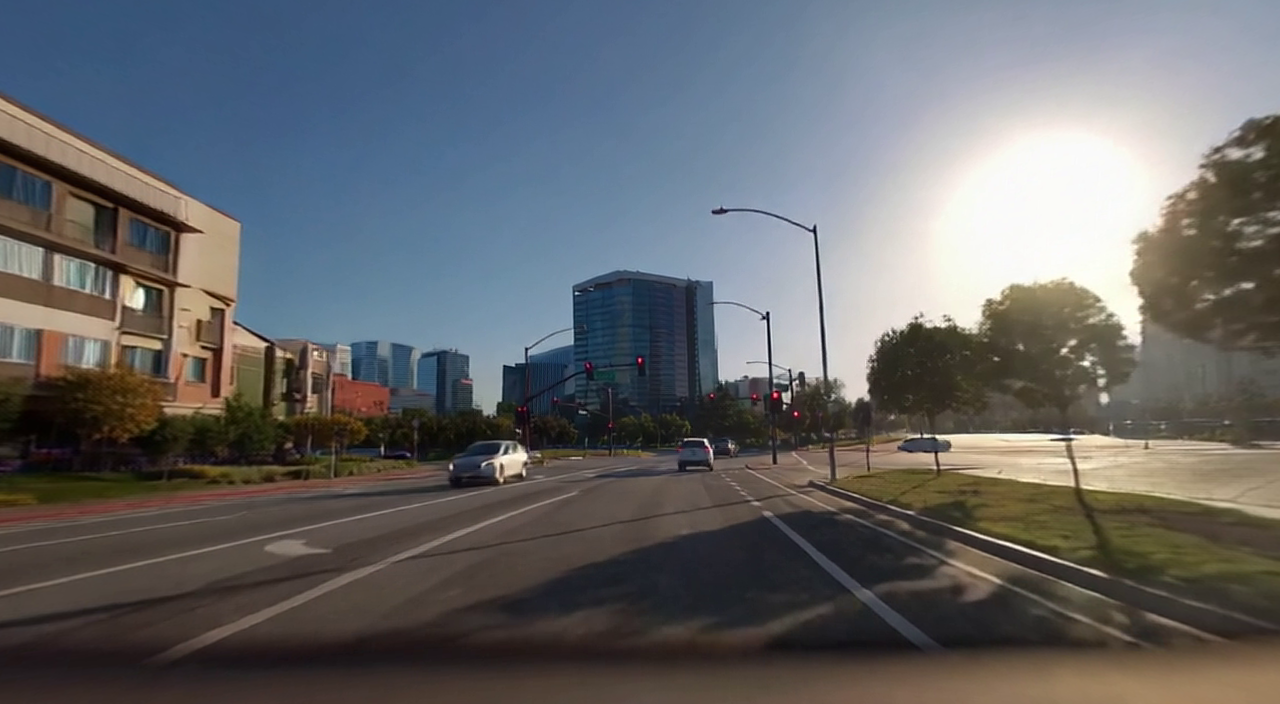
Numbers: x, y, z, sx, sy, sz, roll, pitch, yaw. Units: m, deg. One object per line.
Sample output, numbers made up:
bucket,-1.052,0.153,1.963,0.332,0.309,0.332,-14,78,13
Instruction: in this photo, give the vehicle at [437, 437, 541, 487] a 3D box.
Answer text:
vehicle,-5.607,4.159,24.264,2.183,1.699,4.974,-1,-8,8

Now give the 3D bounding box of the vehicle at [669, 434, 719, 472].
vehicle,2.885,5.250,33.040,2.230,1.827,4.298,-1,-9,9
